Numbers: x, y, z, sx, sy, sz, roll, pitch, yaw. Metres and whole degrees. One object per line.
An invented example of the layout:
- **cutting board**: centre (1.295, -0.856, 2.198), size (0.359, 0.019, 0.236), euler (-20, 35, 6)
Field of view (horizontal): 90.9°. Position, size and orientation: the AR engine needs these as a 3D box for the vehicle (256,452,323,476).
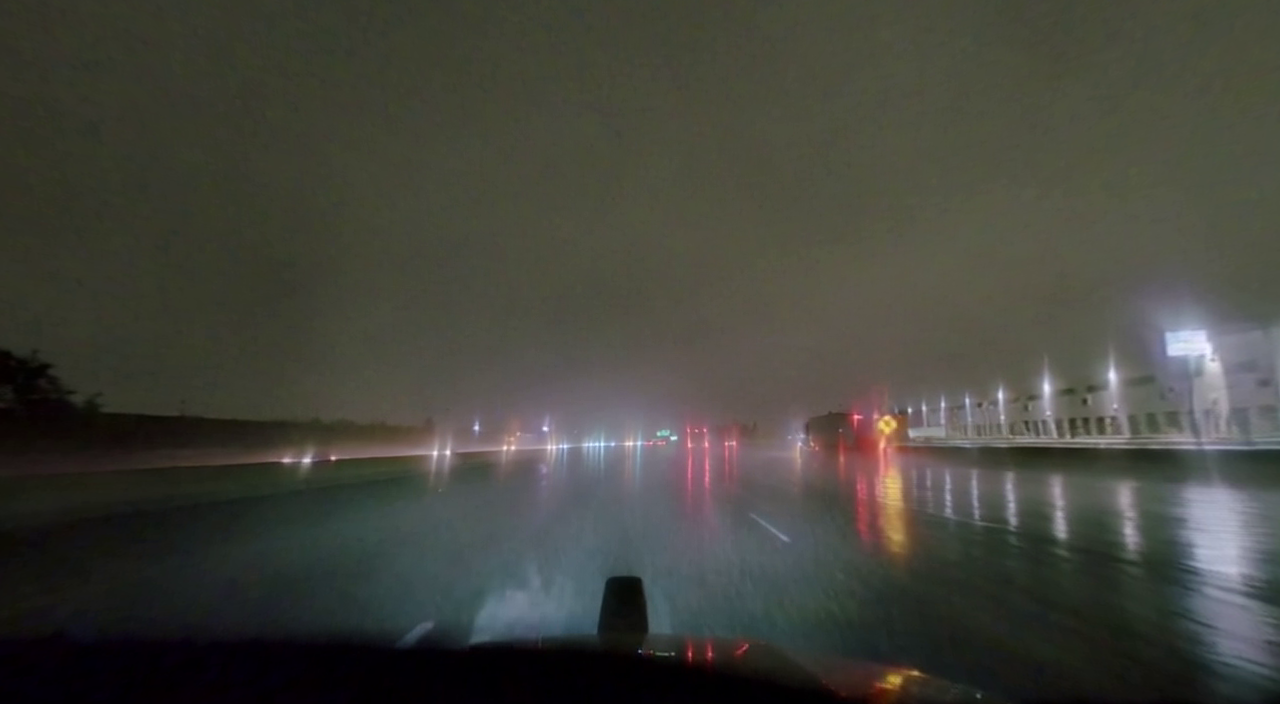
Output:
- **vehicle**: centre (-24.380, 7.811, 44.096), size (1.933, 1.476, 4.830), euler (0, -8, -1)
